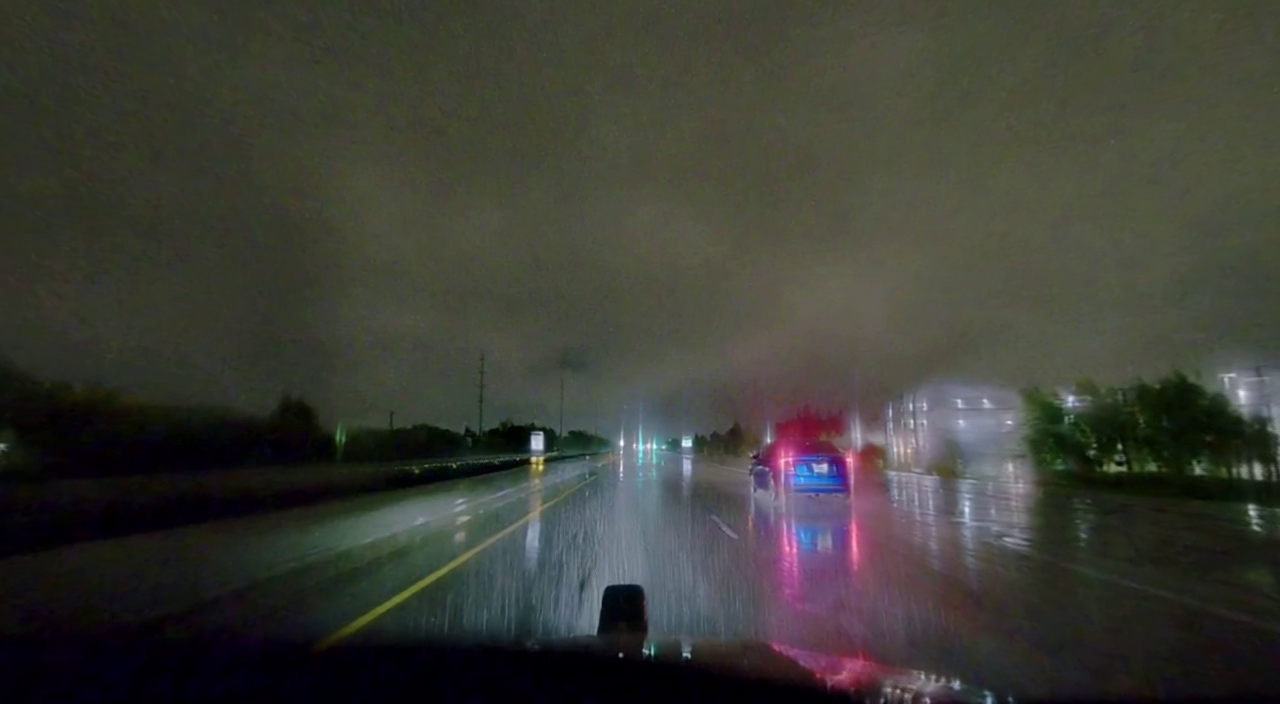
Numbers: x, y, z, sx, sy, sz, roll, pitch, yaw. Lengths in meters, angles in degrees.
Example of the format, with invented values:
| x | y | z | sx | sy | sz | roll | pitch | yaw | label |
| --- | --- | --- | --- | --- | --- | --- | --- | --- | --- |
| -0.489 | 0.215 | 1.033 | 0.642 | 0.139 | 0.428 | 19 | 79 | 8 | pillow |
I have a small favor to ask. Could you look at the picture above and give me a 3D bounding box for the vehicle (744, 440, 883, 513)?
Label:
| x | y | z | sx | sy | sz | roll | pitch | yaw | label |
| --- | --- | --- | --- | --- | --- | --- | --- | --- | --- |
| 4.048 | 2.978 | 15.719 | 2.053 | 1.490 | 4.799 | 0 | -8 | -1 | vehicle |
